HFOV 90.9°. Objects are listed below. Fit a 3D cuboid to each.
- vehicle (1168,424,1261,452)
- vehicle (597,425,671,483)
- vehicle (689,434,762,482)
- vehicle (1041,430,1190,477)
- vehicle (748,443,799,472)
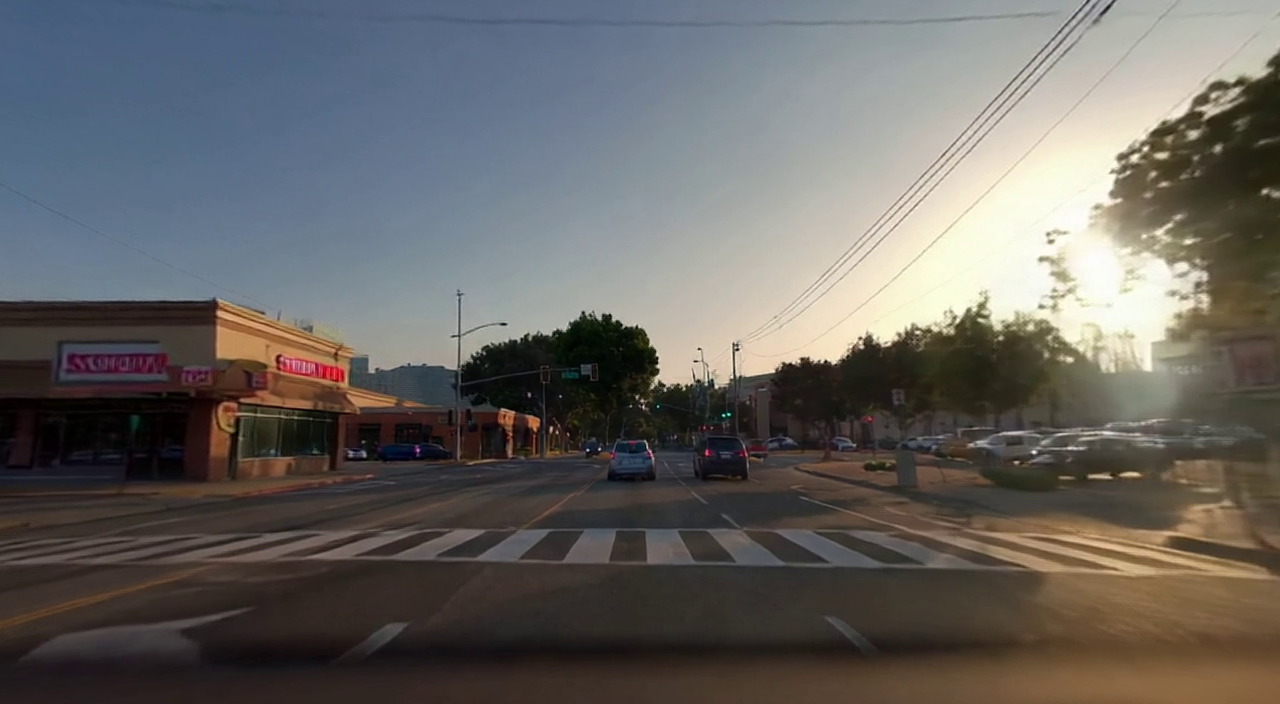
[{"bbox_3d":[35.223,5.329,38.787,1.817,1.548,4.050,-2,-9,-1],"label":"vehicle"},{"bbox_3d":[-0.211,4.053,25.313,2.638,2.065,5.313,0,-8,0],"label":"vehicle"},{"bbox_3d":[3.362,4.291,25.824,2.276,1.787,4.630,0,-8,-1],"label":"vehicle"},{"bbox_3d":[16.585,3.523,22.100,3.880,1.538,1.862,1,-8,-8],"label":"vehicle"},{"bbox_3d":[7.018,5.582,33.534,2.002,1.427,4.436,-1,-8,3],"label":"vehicle"}]
